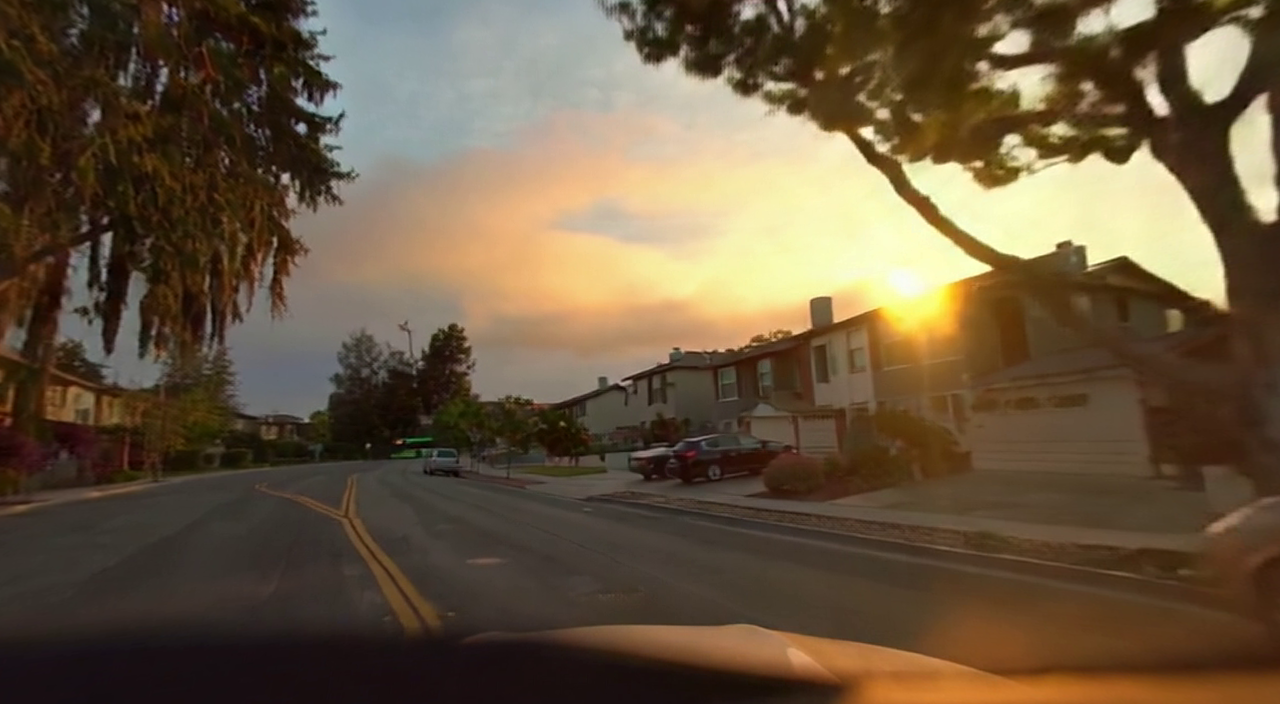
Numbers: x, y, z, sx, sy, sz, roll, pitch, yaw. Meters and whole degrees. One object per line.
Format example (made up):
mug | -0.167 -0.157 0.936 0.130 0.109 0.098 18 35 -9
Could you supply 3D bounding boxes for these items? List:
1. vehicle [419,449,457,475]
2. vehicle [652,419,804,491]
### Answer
vehicle | -13.163 7.111 41.027 1.984 1.601 3.994 3 -9 -21
vehicle | 2.842 3.258 20.419 4.431 1.873 1.920 0 -8 -27
